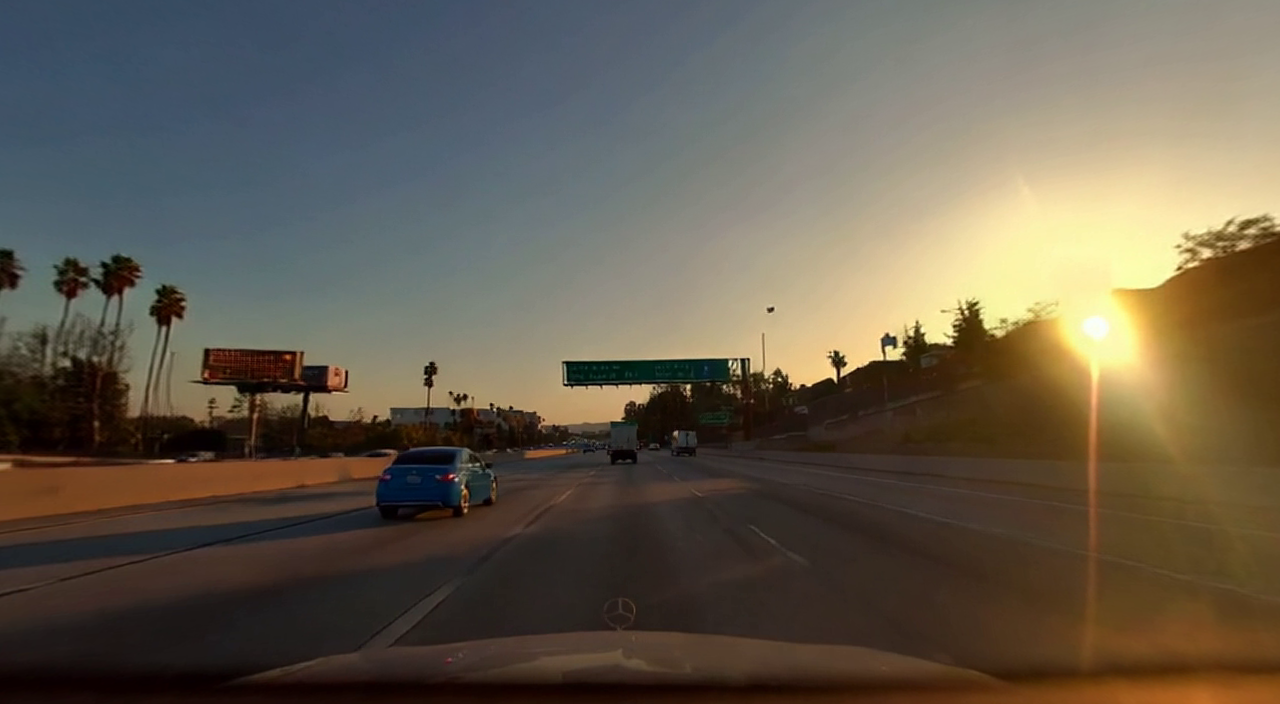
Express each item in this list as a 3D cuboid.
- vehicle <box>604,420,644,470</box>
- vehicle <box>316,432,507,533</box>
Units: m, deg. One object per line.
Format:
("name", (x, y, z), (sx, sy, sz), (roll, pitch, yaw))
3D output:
("vehicle", (-1.033, 5.958, 40.432), (2.364, 2.953, 6.495), (0, -8, -2))
("vehicle", (-4.179, 2.457, 12.598), (2.021, 1.598, 4.887), (0, -8, -1))
